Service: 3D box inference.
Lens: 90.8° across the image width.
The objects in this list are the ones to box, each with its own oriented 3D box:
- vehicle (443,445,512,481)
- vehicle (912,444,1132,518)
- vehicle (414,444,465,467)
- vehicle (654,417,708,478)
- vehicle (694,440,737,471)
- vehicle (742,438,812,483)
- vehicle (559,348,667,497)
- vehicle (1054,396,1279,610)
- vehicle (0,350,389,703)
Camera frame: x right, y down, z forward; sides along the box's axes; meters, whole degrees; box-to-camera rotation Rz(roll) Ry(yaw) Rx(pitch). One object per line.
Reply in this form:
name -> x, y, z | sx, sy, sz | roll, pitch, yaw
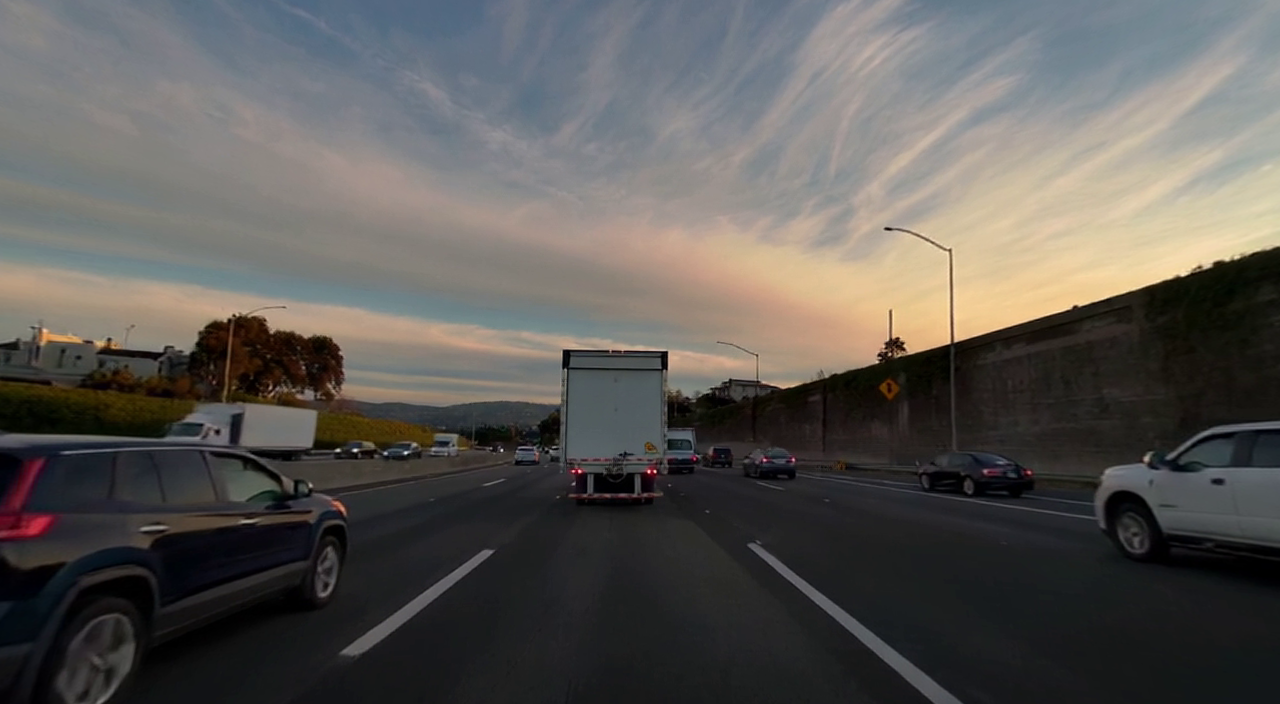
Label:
vehicle -> -7.334, 5.047, 29.074 | 1.973, 1.471, 4.779 | 0, -9, -1
vehicle -> 8.800, 2.989, 15.280 | 2.002, 1.472, 4.950 | 0, -9, -4
vehicle -> -13.787, 7.117, 43.763 | 2.120, 1.496, 4.655 | 0, -8, -2
vehicle -> 2.473, 6.218, 41.028 | 2.669, 3.491, 8.645 | 0, -9, -1
vehicle -> 5.475, 7.617, 46.645 | 2.297, 2.116, 5.052 | 0, -9, -2
vehicle -> 6.260, 5.036, 29.530 | 2.070, 1.888, 4.546 | 0, -9, -2
vehicle -> -0.755, 2.708, 22.636 | 2.906, 4.040, 10.743 | 0, -9, 0
vehicle -> 6.336, 1.259, 5.366 | 2.188, 1.731, 5.031 | 0, -9, 0
vehicle -> -3.335, 1.069, 3.872 | 1.946, 1.641, 4.105 | 0, -9, -1
